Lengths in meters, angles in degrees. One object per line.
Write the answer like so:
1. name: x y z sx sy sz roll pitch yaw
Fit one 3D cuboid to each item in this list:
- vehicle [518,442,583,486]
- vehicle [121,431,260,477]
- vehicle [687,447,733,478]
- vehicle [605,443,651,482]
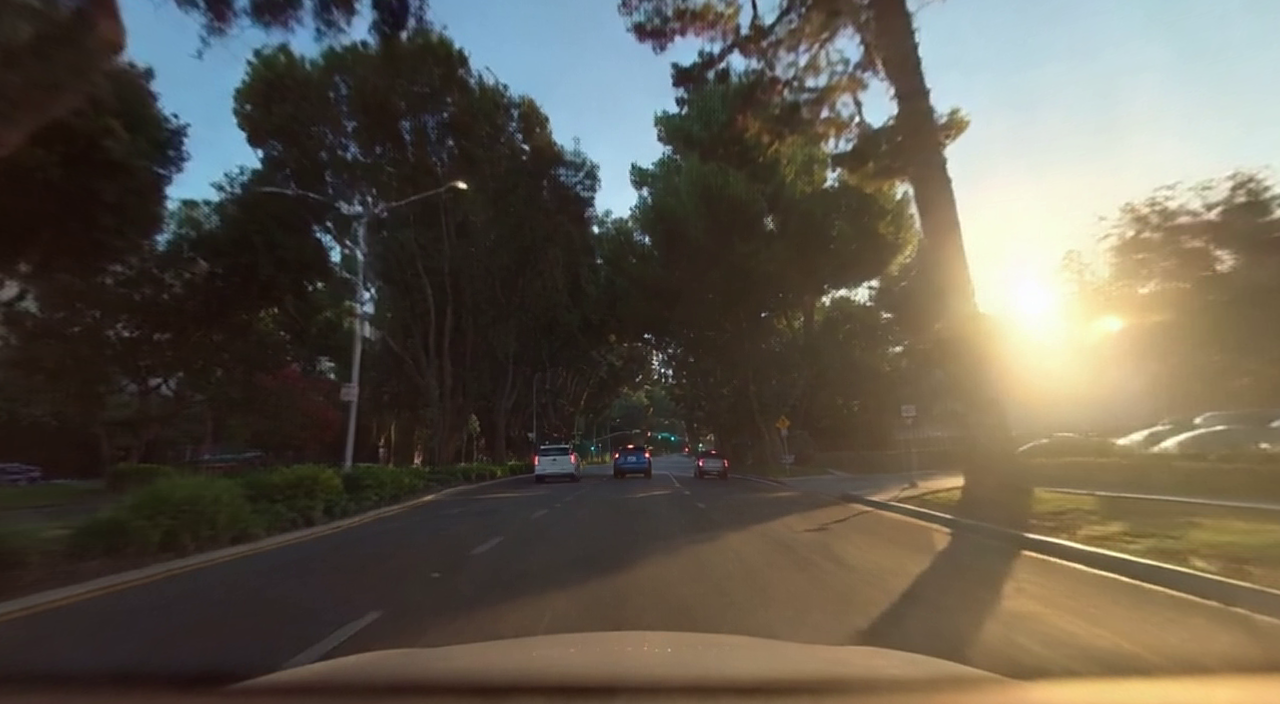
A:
1. vehicle: -3.731 4.761 27.108 2.047 1.710 4.314 0 -8 2
2. vehicle: -32.341 7.492 46.085 2.768 3.022 9.215 -1 -10 4
3. vehicle: 3.630 5.795 33.368 1.847 1.554 4.052 0 -8 -1
4. vehicle: -0.503 5.167 29.850 2.022 1.700 4.084 0 -8 1
